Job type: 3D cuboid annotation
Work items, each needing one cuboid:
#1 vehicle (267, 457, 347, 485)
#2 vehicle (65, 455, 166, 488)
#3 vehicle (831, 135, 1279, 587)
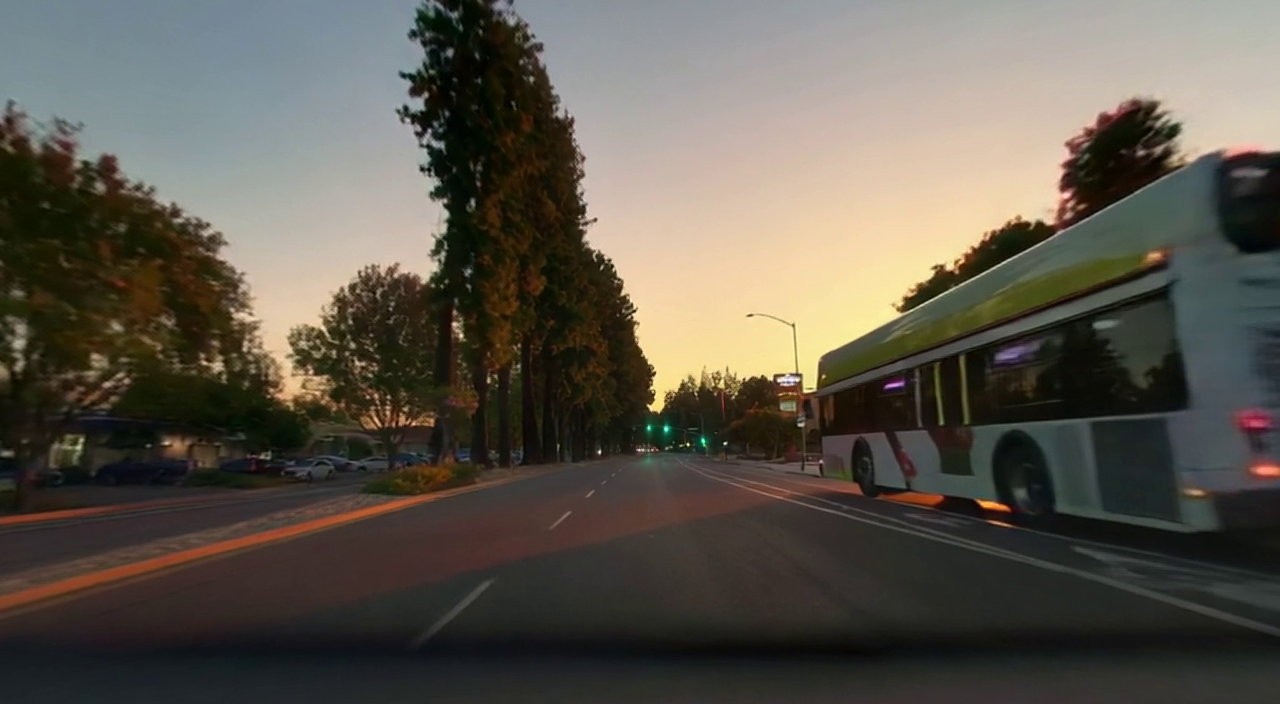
[{"bbox_3d":[-21.128,7.555,40.312,2.114,1.602,4.824,-1,-9,6],"label":"vehicle"},{"bbox_3d":[-30.176,6.855,36.357,4.251,1.563,1.950,-3,-8,4],"label":"vehicle"},{"bbox_3d":[8.171,0.883,12.710,4.582,4.678,12.589,0,-8,0],"label":"vehicle"}]
